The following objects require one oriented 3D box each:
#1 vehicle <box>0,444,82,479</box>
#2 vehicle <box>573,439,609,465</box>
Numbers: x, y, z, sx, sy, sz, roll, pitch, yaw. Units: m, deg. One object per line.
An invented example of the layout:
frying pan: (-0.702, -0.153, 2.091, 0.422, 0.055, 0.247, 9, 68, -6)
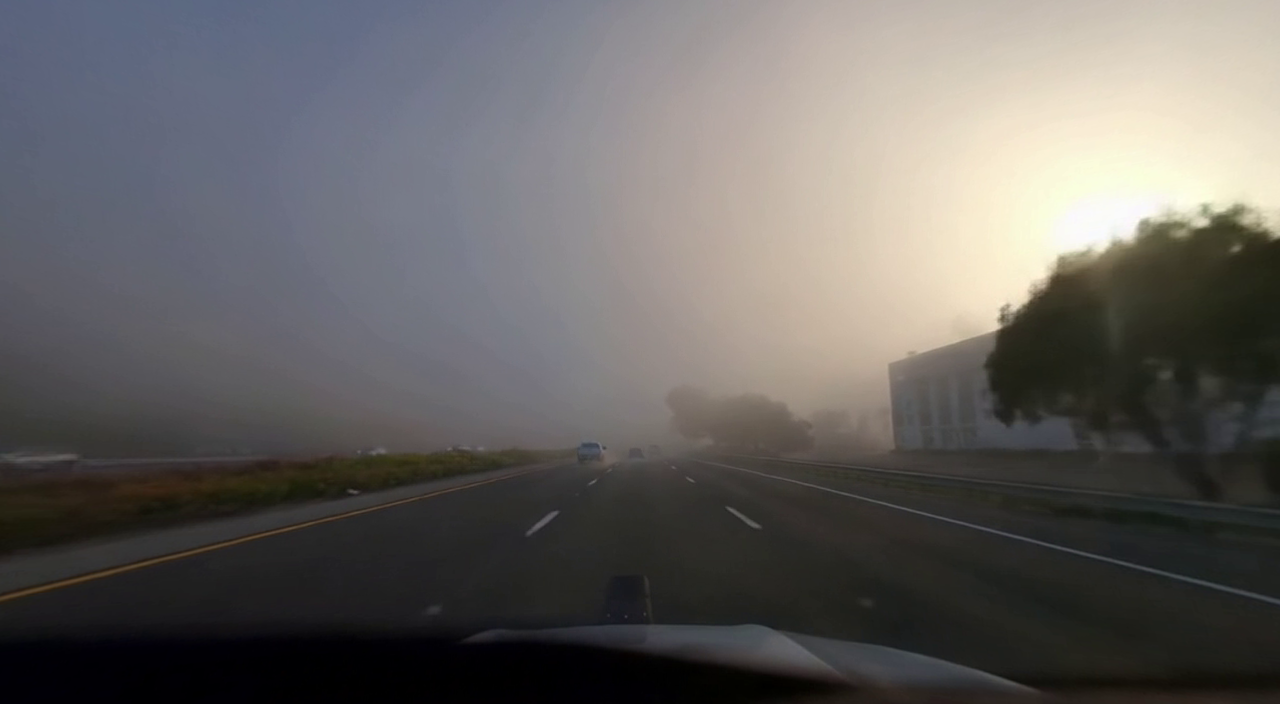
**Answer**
vehicle: (-35.770, 6.238, 36.184, 2.153, 1.874, 5.710, 0, -9, 0)
vehicle: (-3.650, 7.554, 47.900, 2.218, 1.850, 4.774, 0, -9, 1)
